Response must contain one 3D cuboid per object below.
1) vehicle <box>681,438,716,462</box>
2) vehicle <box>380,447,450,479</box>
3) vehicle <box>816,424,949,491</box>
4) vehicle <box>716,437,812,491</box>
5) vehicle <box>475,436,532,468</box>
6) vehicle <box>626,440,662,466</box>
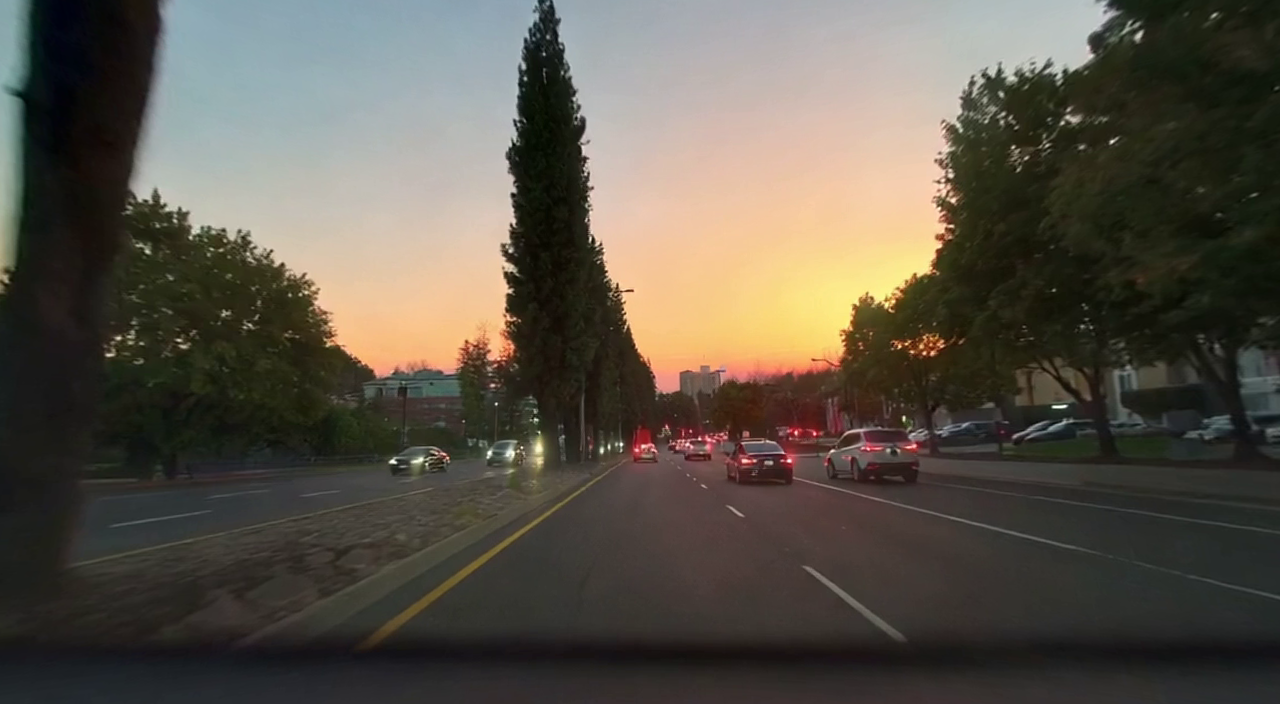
[{"bbox_3d":[4.293,7.276,46.689,2.130,1.718,4.310,0,-9,-1],"label":"vehicle"},{"bbox_3d":[-11.247,5.547,31.670,1.866,1.500,4.361,0,-9,1],"label":"vehicle"},{"bbox_3d":[7.455,3.303,19.995,2.188,1.840,5.050,0,-9,0],"label":"vehicle"},{"bbox_3d":[3.731,3.463,19.763,2.010,1.490,4.639,0,-9,-1],"label":"vehicle"},{"bbox_3d":[-7.973,5.894,37.126,2.116,1.747,4.727,0,-9,2],"label":"vehicle"},{"bbox_3d":[0.254,6.216,38.669,2.111,1.506,4.018,0,-9,0],"label":"vehicle"}]
